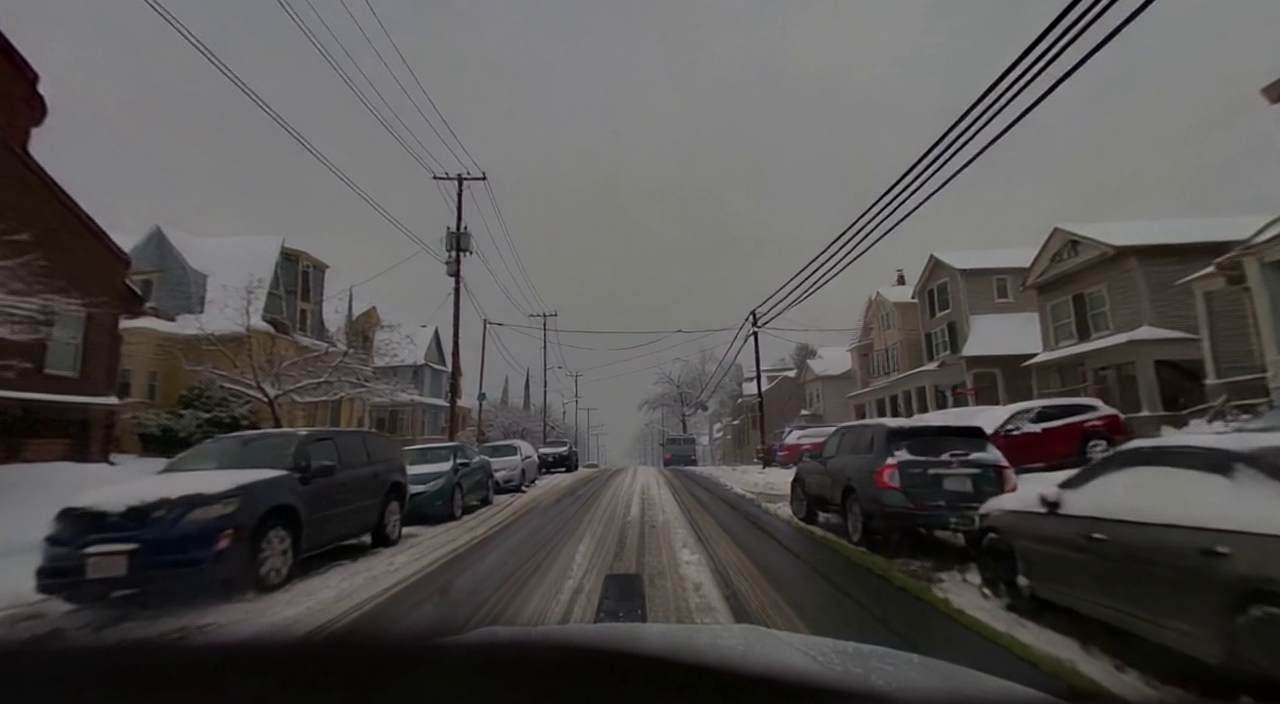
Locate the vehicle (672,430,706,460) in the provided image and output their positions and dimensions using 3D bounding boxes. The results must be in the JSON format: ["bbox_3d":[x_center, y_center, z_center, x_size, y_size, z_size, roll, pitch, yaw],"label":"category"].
[{"bbox_3d":[3.774,7.296,49.397,2.343,2.229,4.199,0,-8,0],"label":"vehicle"}]

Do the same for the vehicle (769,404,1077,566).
[{"bbox_3d":[3.405,1.695,8.815,1.957,1.644,4.433,1,-8,-4],"label":"vehicle"}]

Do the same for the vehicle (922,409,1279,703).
[{"bbox_3d":[3.652,1.119,3.725,2.083,1.407,4.506,0,-8,3],"label":"vehicle"}]

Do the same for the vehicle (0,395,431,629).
[{"bbox_3d":[-4.186,1.613,7.252,2.031,1.708,4.746,-2,-9,-1],"label":"vehicle"}]
